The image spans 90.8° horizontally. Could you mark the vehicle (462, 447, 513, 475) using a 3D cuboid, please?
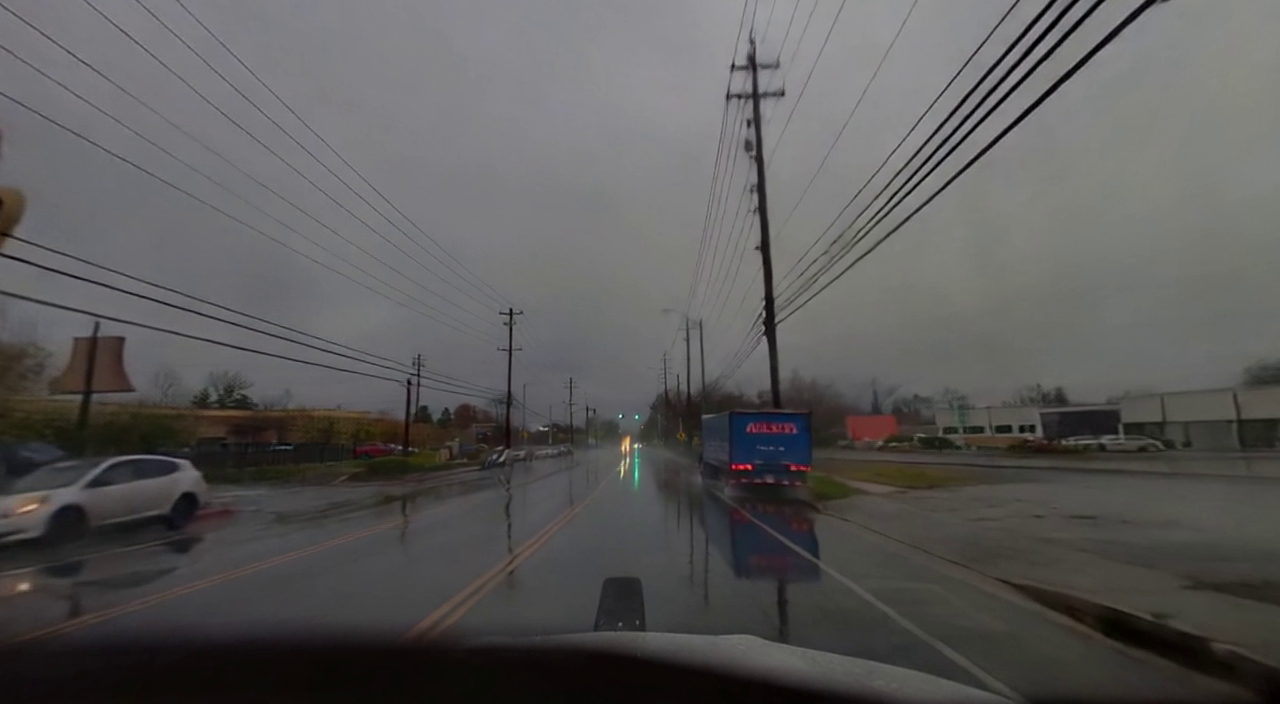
[{"bbox_3d":[-8.682,6.246,36.396,1.939,1.480,4.632,0,-9,-3],"label":"vehicle"}]

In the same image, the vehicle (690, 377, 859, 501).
[{"bbox_3d":[3.759,2.871,20.652,3.168,3.106,9.350,0,-8,-2],"label":"vehicle"}]

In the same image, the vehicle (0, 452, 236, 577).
[{"bbox_3d":[-8.966,2.391,10.094,1.864,1.529,4.677,0,-9,1],"label":"vehicle"}]
